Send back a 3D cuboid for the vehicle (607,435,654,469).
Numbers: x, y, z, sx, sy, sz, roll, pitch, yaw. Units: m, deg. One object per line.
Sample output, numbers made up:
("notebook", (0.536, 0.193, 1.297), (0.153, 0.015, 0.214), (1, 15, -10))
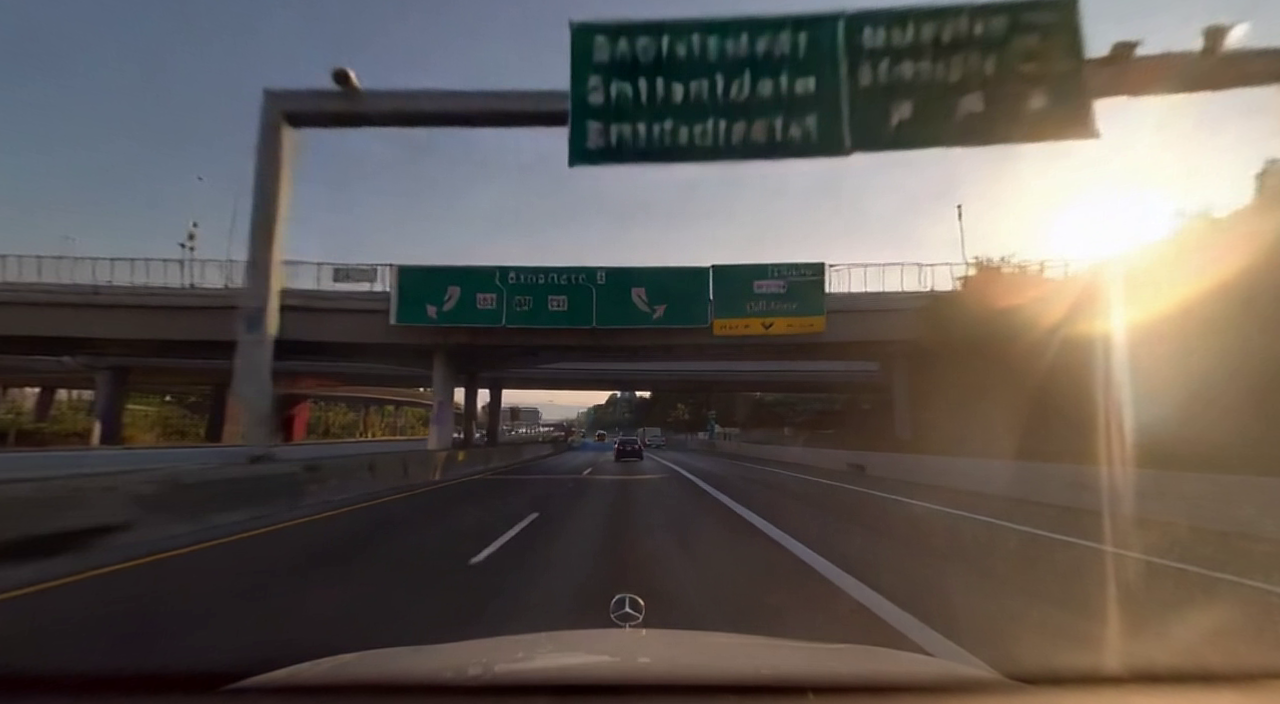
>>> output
("vehicle", (-0.429, 4.846, 30.524), (2.130, 1.512, 4.057), (0, -8, 0))
